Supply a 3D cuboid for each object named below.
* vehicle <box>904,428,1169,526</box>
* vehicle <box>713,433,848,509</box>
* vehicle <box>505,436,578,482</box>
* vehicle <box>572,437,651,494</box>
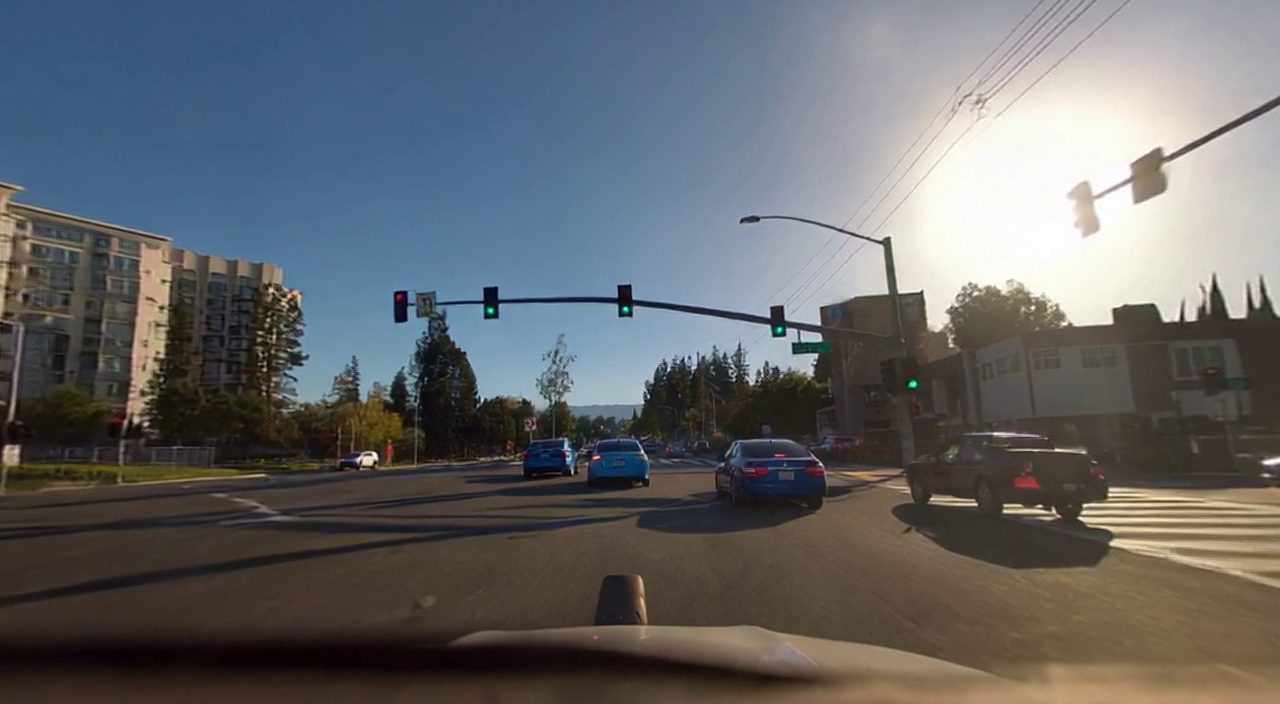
[{"bbox_3d":[6.923,2.211,11.785,2.004,1.455,4.417,0,-8,-1],"label":"vehicle"},{"bbox_3d":[3.075,2.715,14.932,2.053,1.490,4.464,0,-8,-1],"label":"vehicle"},{"bbox_3d":[-3.672,4.066,24.314,2.073,1.606,4.364,0,-8,0],"label":"vehicle"},{"bbox_3d":[-0.793,3.309,18.784,2.065,1.464,4.216,0,-8,-1],"label":"vehicle"}]
